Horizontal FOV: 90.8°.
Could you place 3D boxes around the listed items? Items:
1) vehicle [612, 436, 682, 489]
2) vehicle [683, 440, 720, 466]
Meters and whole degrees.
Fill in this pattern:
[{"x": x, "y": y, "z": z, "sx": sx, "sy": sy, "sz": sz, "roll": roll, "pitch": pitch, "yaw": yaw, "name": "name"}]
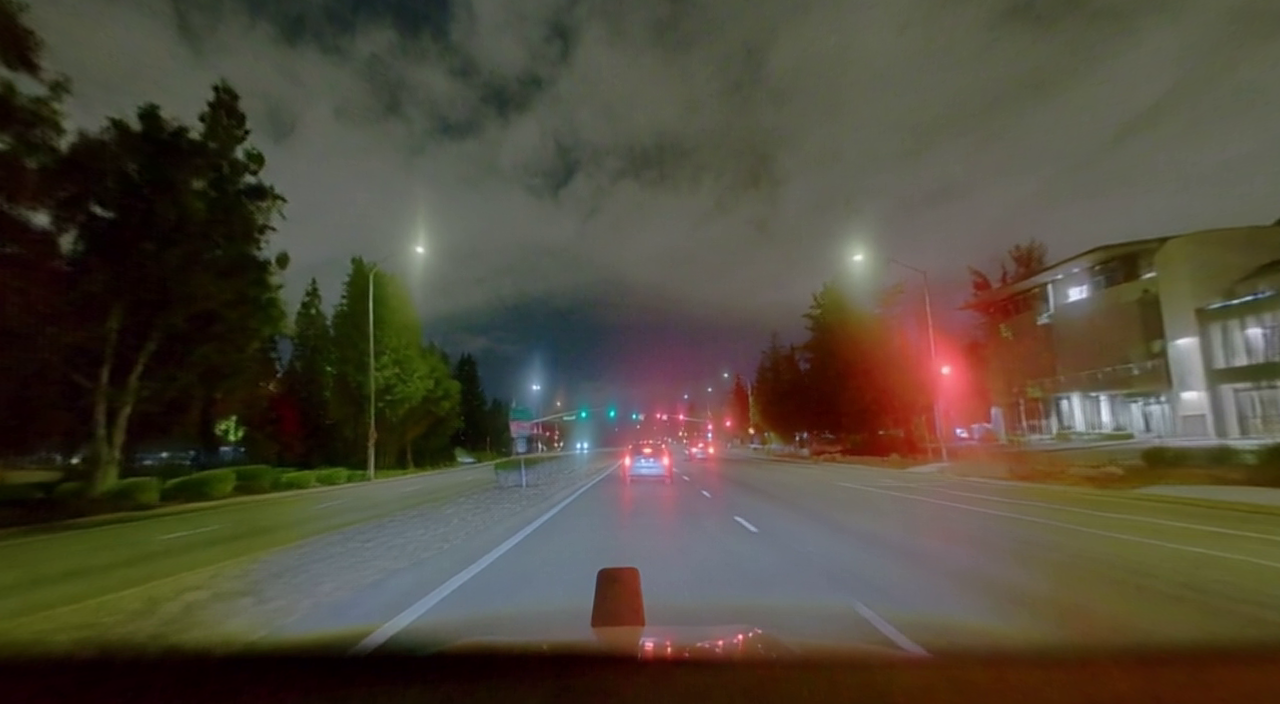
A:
[{"x": 0.193, "y": 3.775, "z": 21.891, "sx": 2.181, "sy": 1.639, "sz": 4.127, "roll": 0, "pitch": -9, "yaw": 0, "name": "vehicle"}, {"x": 4.187, "y": 6.922, "z": 43.349, "sx": 1.987, "sy": 1.613, "sz": 4.081, "roll": 0, "pitch": -9, "yaw": -2, "name": "vehicle"}]
